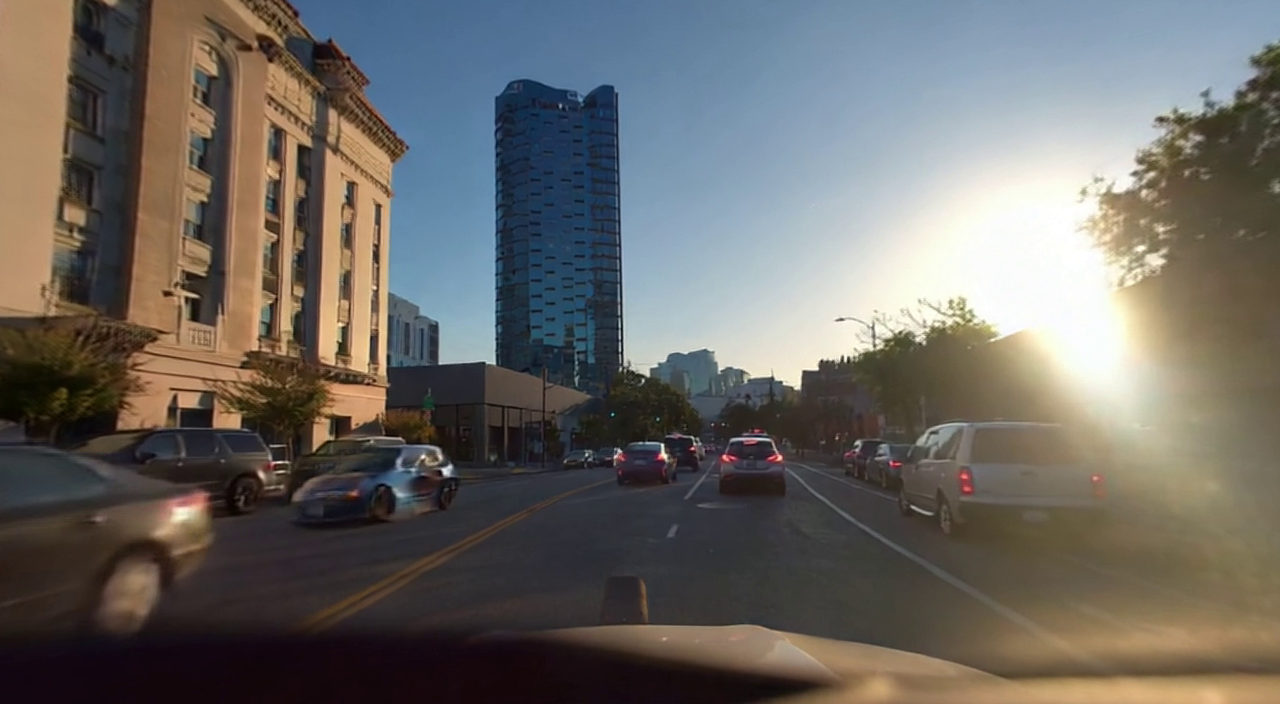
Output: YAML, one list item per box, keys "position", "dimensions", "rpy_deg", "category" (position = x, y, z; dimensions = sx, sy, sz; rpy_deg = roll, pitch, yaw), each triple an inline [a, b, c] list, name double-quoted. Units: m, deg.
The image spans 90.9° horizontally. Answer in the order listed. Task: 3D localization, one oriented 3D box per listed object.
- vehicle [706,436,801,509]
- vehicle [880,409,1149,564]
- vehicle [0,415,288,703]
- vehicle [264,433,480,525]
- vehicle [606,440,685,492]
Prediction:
- position: [2.762, 2.866, 15.550]
  dimensions: [1.982, 1.510, 4.144]
  rpy_deg: [-1, -8, 9]
  category: "vehicle"
- position: [5.264, 1.901, 9.749]
  dimensions: [2.088, 1.775, 4.454]
  rpy_deg: [-2, -8, 11]
  category: "vehicle"
- position: [-4.124, 1.047, 3.022]
  dimensions: [2.028, 1.478, 4.682]
  rpy_deg: [0, -8, 2]
  category: "vehicle"
- position: [-5.261, 2.515, 13.190]
  dimensions: [2.086, 1.565, 4.281]
  rpy_deg: [-1, -8, 10]
  category: "vehicle"
- position: [0.270, 3.517, 19.833]
  dimensions: [2.031, 1.461, 3.763]
  rpy_deg: [-1, -8, 8]
  category: "vehicle"
